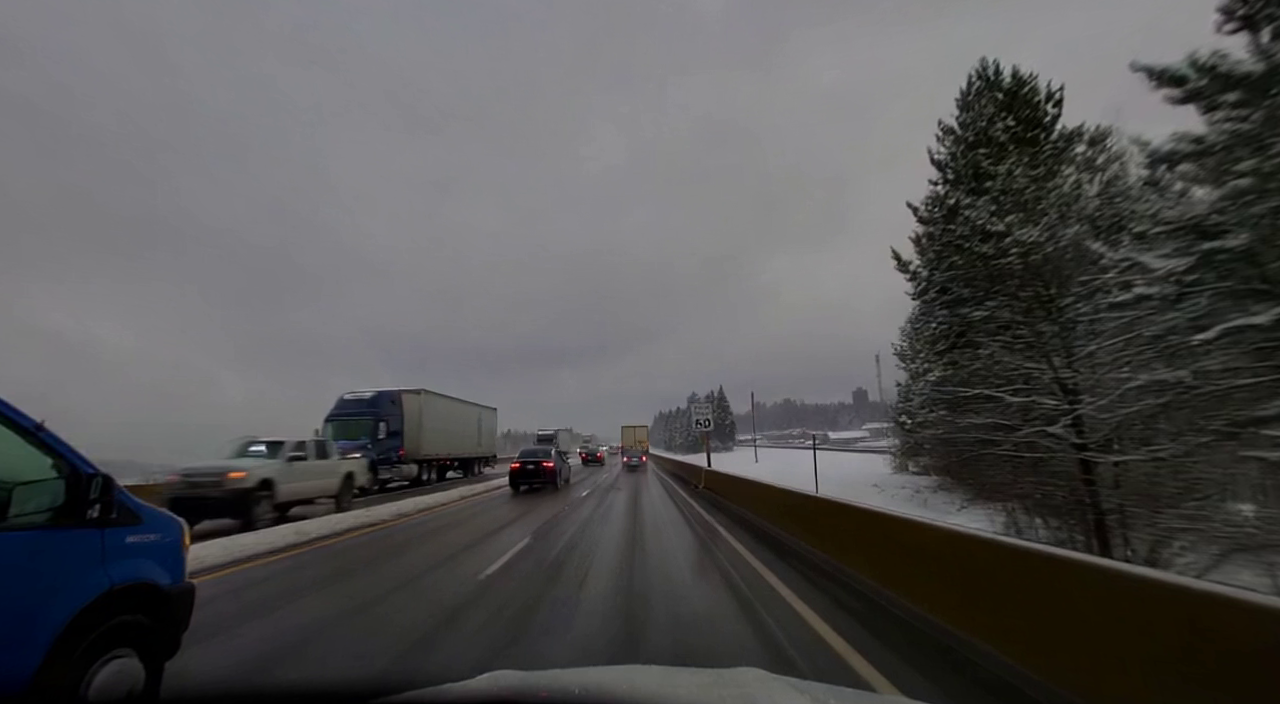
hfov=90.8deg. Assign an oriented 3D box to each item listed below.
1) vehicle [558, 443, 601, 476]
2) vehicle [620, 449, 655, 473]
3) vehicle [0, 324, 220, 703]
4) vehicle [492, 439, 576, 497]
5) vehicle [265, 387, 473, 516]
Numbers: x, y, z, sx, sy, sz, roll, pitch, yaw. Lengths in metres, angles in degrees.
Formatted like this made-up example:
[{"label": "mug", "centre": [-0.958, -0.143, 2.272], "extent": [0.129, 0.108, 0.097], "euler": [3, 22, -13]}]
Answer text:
[{"label": "vehicle", "centre": [-3.234, 5.832, 34.324], "extent": [1.994, 1.663, 4.047], "euler": [0, -9, -1]}, {"label": "vehicle", "centre": [-0.192, 6.761, 39.207], "extent": [2.095, 1.393, 3.908], "euler": [0, -9, -1]}, {"label": "vehicle", "centre": [-3.127, 0.563, 0.727], "extent": [2.117, 1.688, 4.582], "euler": [0, -9, 0]}, {"label": "vehicle", "centre": [-3.188, 3.572, 19.837], "extent": [1.937, 1.600, 4.141], "euler": [0, -9, 0]}, {"label": "vehicle", "centre": [-6.519, 2.557, 16.429], "extent": [2.655, 2.692, 6.168], "euler": [0, -9, 0]}]
